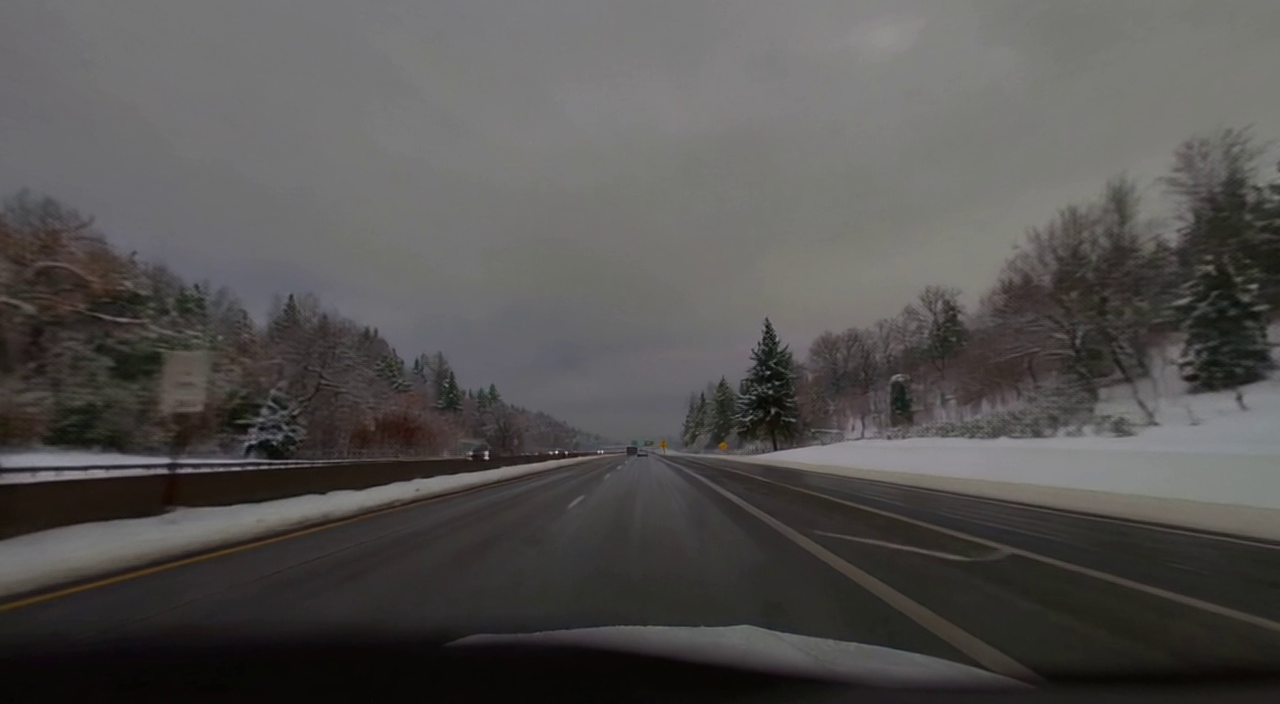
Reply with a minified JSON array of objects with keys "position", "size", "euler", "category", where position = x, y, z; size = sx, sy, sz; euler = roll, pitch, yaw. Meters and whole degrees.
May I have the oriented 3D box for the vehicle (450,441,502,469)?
[{"position":[-11.866,7.480,46.047],"size":[2.197,1.891,5.624],"euler":[0,-9,1],"category":"vehicle"}]
